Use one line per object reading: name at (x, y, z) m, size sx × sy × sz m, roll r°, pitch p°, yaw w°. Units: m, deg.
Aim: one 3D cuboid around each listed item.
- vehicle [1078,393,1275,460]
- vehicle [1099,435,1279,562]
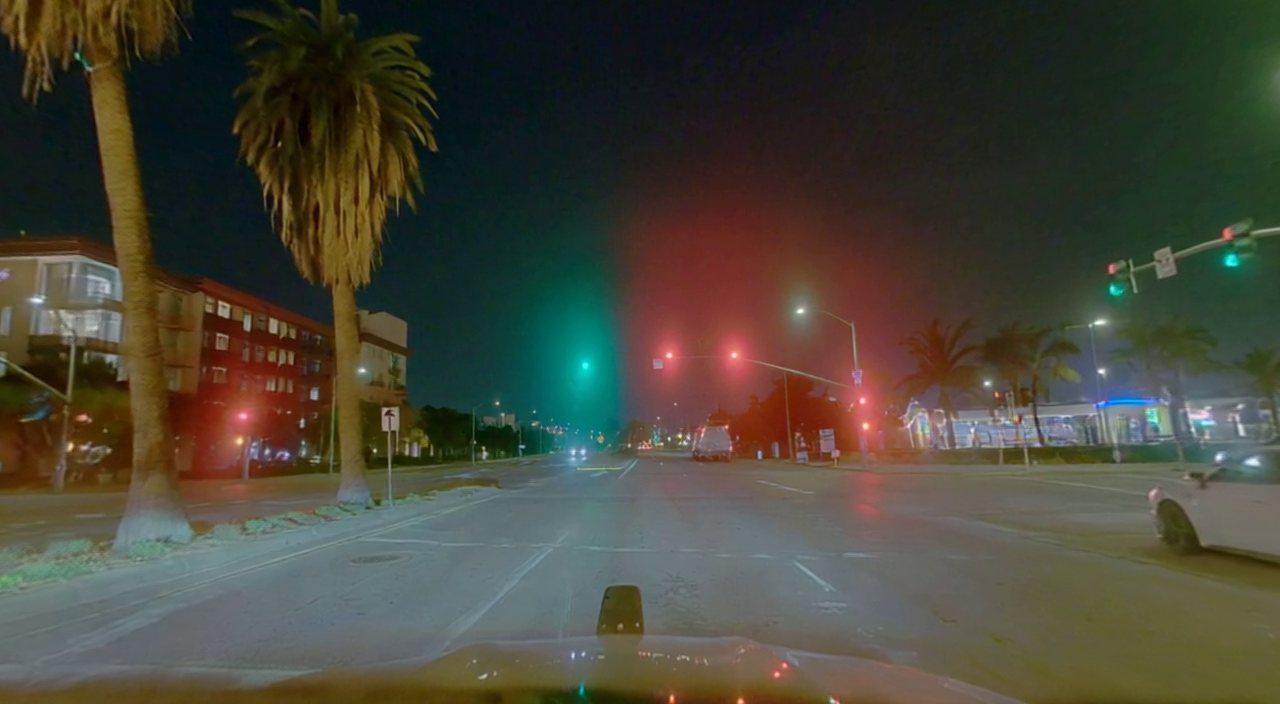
vehicle at (32.613, 4.726, 39.339) m, size 2.863 × 3.609 × 10.252 m, roll 0°, pitch -8°, yaw -3°
vehicle at (8.461, 1.756, 7.667) m, size 2.003 × 1.475 × 4.520 m, roll 1°, pitch -9°, yaw -8°
